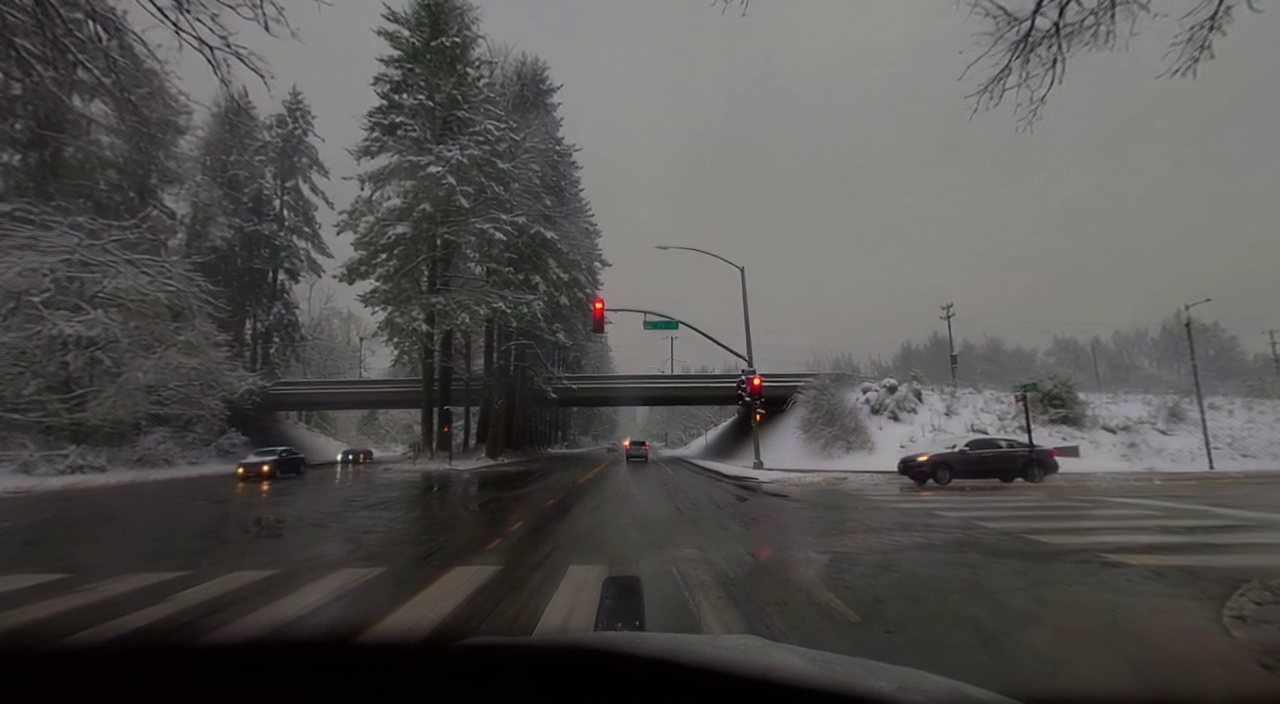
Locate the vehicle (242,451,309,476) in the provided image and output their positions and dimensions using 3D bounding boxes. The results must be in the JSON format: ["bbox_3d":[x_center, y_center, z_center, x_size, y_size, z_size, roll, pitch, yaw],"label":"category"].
[{"bbox_3d":[-23.968,7.334,41.747,1.834,1.482,4.310,0,-8,-1],"label":"vehicle"}]

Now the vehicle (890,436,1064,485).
[{"bbox_3d":[10.801,3.478,20.445,4.691,1.466,1.800,1,-9,-7],"label":"vehicle"}]
